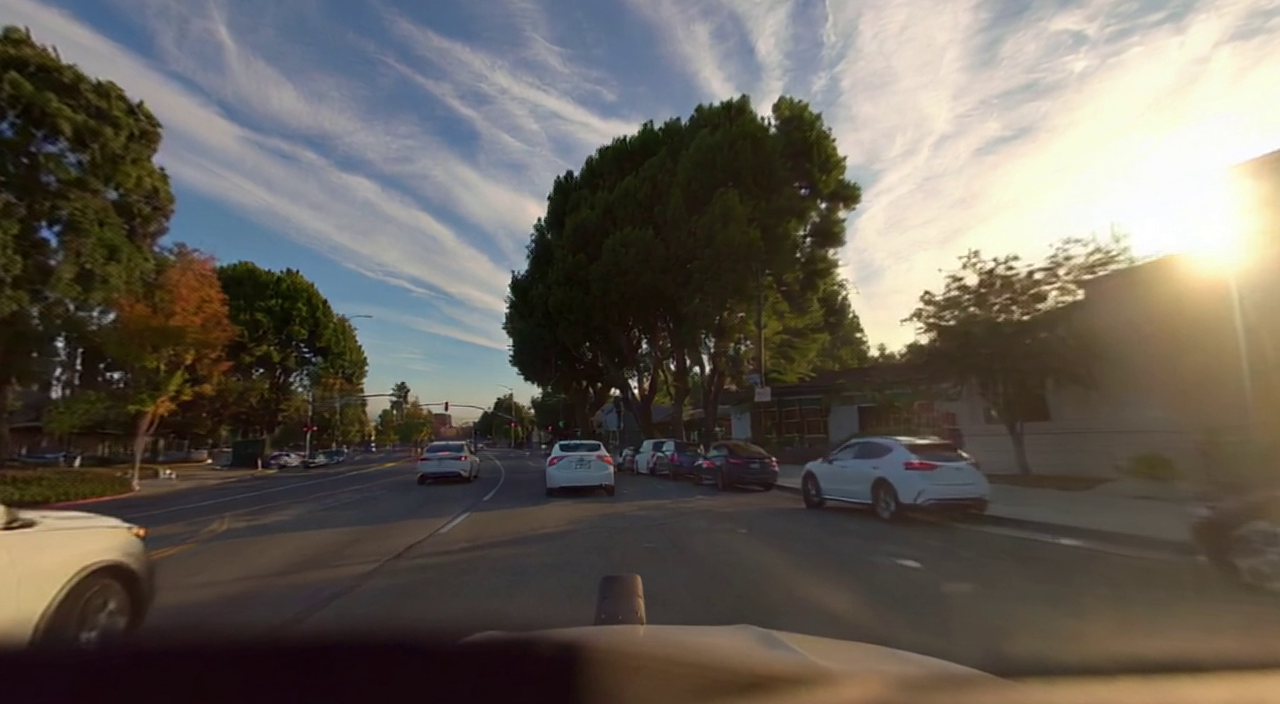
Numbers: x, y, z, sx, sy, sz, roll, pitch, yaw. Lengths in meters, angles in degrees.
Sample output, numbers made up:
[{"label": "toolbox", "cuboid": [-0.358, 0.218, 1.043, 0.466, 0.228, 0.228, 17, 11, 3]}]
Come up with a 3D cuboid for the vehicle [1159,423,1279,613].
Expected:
[{"label": "vehicle", "cuboid": [6.283, 1.081, 3.523, 2.038, 1.446, 4.896, 2, -9, -12]}]

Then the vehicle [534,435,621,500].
[{"label": "vehicle", "cuboid": [-1.754, 3.019, 16.959, 2.001, 1.483, 4.442, 1, -8, -8]}]

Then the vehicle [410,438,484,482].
[{"label": "vehicle", "cuboid": [-7.217, 4.066, 24.051, 2.105, 1.477, 4.857, 1, -9, -10]}]

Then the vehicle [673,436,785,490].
[{"label": "vehicle", "cuboid": [2.603, 3.418, 19.809, 1.867, 1.489, 4.694, 2, -9, -13]}]

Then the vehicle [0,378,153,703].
[{"label": "vehicle", "cuboid": [-4.272, 0.803, 1.895, 2.065, 1.714, 4.570, 0, -8, -3]}]

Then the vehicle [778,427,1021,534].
[{"label": "vehicle", "cuboid": [4.352, 2.209, 11.473, 1.905, 1.537, 4.276, 2, -9, -13]}]

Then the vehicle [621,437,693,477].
[{"label": "vehicle", "cuboid": [0.620, 4.473, 27.120, 1.911, 1.534, 4.599, 2, -9, -14]}]
